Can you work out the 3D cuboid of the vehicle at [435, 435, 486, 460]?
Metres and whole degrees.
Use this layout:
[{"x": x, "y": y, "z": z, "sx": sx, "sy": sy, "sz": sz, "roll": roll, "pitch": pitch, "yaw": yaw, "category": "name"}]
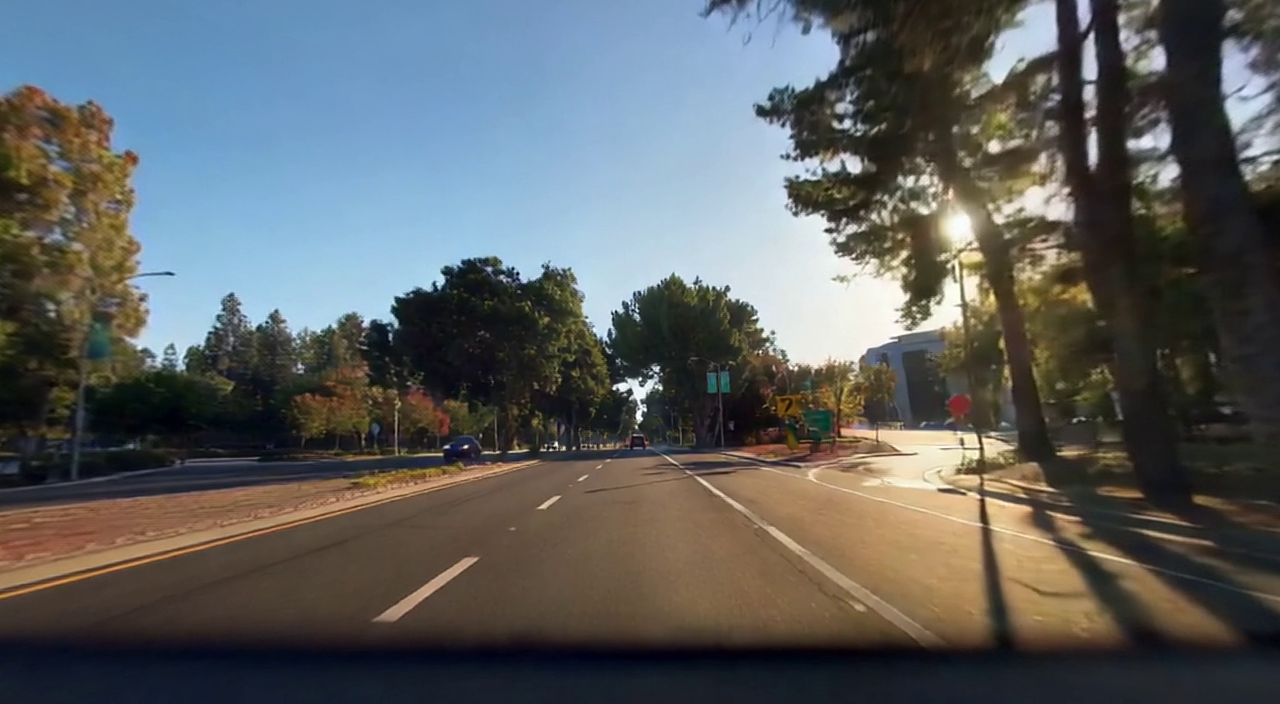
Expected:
[{"x": -12.924, "y": 6.917, "z": 45.837, "sx": 2.156, "sy": 1.728, "sz": 4.968, "roll": 0, "pitch": -9, "yaw": 1, "category": "vehicle"}]
